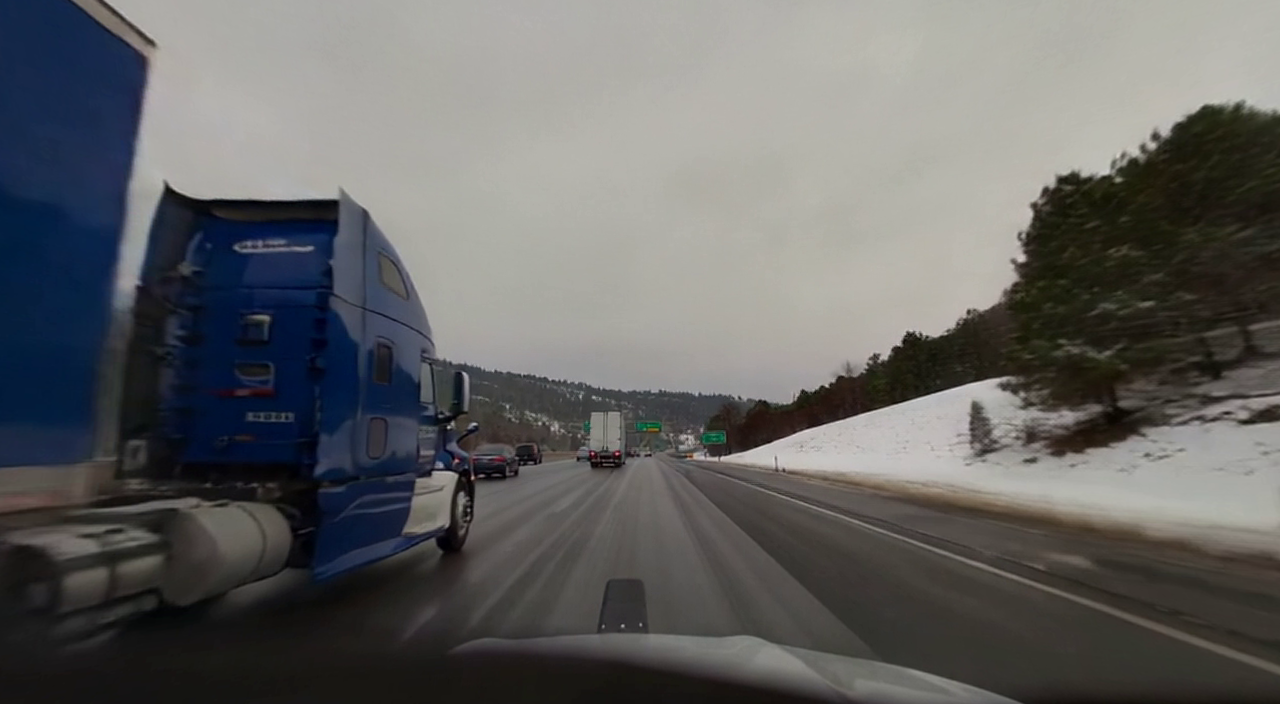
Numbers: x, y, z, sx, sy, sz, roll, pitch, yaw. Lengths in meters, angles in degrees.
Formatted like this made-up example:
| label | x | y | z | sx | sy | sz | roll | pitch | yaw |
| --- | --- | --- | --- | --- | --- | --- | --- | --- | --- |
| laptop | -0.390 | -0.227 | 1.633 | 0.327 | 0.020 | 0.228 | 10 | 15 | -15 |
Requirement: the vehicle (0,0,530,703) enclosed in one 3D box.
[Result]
| label | x | y | z | sx | sy | sz | roll | pitch | yaw |
| --- | --- | --- | --- | --- | --- | --- | --- | --- | --- |
| vehicle | -3.214 | 0.252 | 5.968 | 2.958 | 4.002 | 7.575 | 0 | -8 | 0 |
